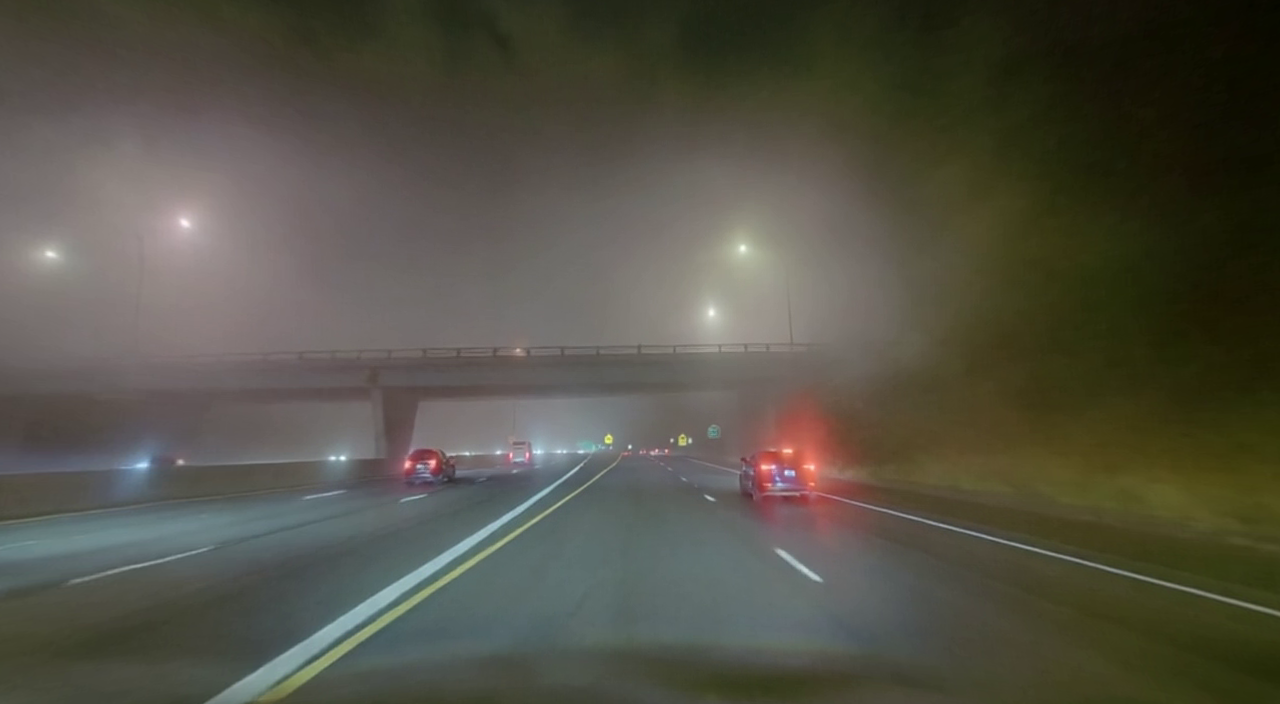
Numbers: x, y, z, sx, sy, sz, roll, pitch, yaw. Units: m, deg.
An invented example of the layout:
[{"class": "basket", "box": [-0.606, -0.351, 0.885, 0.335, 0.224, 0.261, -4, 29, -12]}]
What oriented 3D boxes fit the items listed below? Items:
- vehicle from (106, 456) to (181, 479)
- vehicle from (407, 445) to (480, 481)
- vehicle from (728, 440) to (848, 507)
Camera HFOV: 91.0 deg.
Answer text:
[{"class": "vehicle", "box": [-36.495, 8.498, 46.424, 1.886, 1.521, 4.740, 0, -9, -4]}, {"class": "vehicle", "box": [-9.137, 5.183, 29.697, 2.072, 1.545, 4.687, 0, -9, -2]}, {"class": "vehicle", "box": [3.784, 3.179, 16.963, 2.079, 1.535, 4.316, 0, -9, -1]}]
